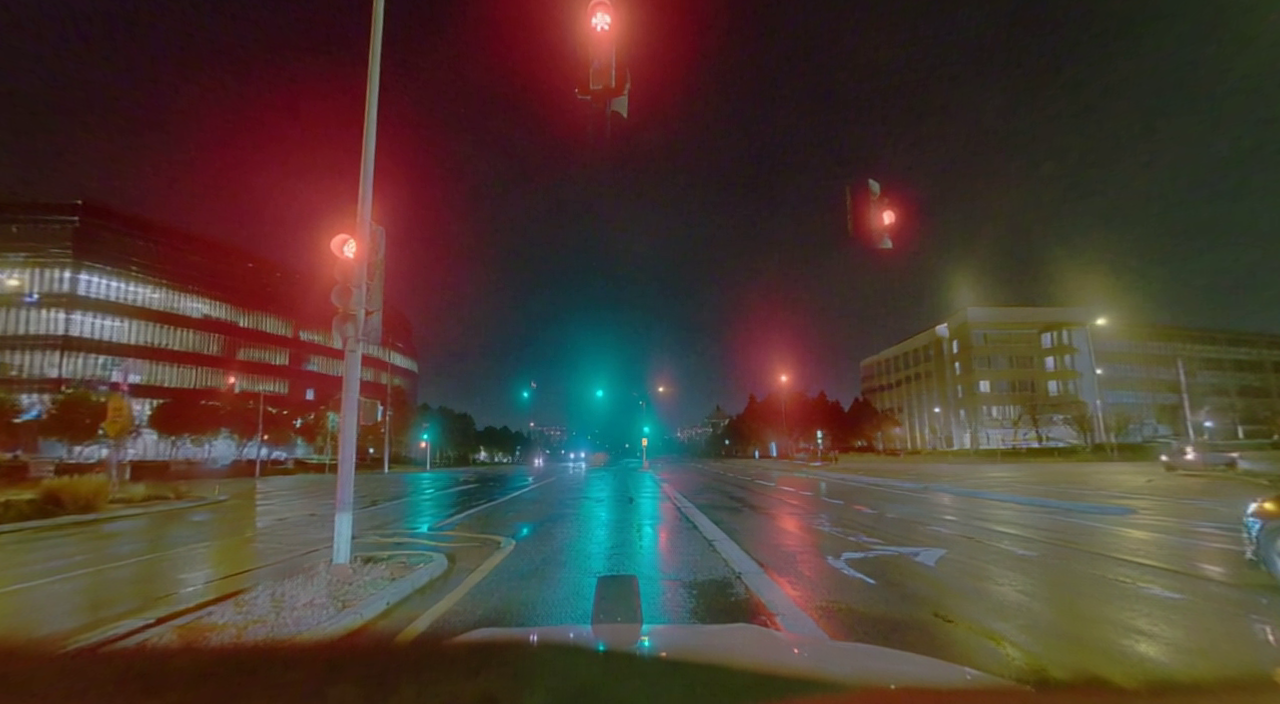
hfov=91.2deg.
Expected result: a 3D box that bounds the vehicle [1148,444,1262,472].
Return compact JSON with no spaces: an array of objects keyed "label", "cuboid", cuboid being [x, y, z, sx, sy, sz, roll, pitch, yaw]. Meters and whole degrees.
[{"label":"vehicle","cuboid":[33.362,6.274,37.098,4.736,1.542,1.966,0,-9,0]}]

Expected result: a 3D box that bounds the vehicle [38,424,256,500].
[{"label":"vehicle","cuboid":[-21.573,4.827,27.792,7.088,3.096,2.678,0,-9,-3]}]
